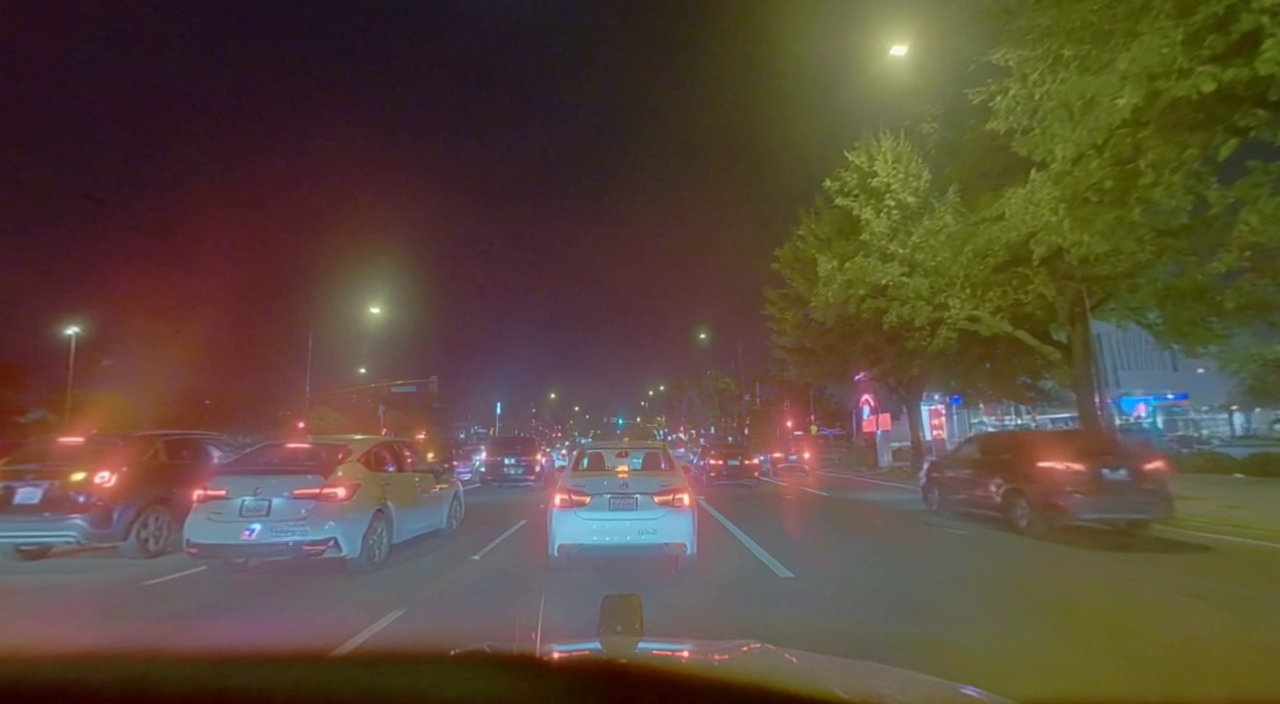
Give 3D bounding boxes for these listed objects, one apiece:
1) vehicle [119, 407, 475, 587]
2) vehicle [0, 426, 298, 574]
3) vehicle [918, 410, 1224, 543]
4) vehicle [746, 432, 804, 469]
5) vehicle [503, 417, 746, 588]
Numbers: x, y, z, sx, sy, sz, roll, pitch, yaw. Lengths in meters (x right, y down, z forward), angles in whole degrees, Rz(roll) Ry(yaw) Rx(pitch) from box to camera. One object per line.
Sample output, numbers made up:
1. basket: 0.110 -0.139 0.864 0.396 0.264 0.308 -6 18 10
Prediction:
1. vehicle: -3.705 1.644 8.001 2.009 1.619 4.376 0 -8 1
2. vehicle: -6.980 1.861 8.790 1.860 1.491 4.586 0 -8 0
3. vehicle: 6.267 1.845 9.925 1.895 1.633 4.030 0 -9 0
4. vehicle: 6.672 4.928 31.696 1.889 1.681 4.120 0 -9 -1
5. vehicle: -0.175 1.654 7.789 2.161 1.501 4.184 0 -8 -1
